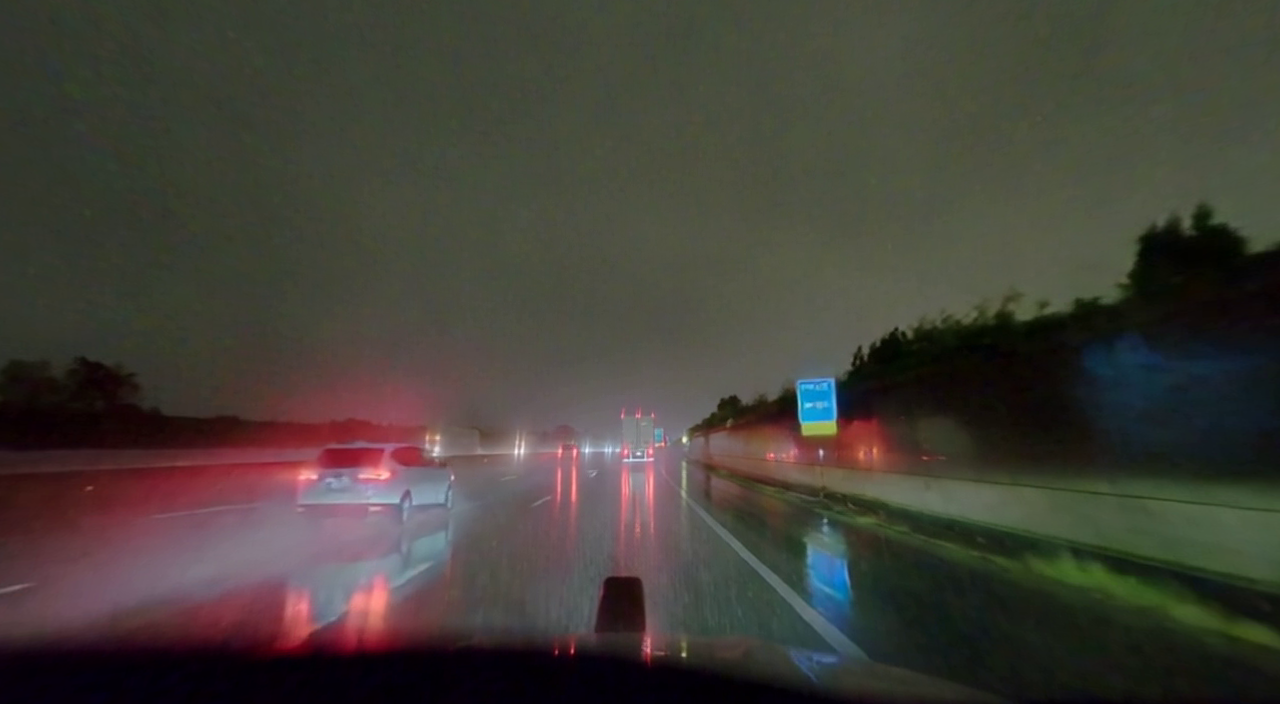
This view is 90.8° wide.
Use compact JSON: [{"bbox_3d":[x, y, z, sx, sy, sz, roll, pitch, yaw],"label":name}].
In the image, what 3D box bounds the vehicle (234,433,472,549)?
[{"bbox_3d":[-4.336,2.156,10.363,2.024,1.515,3.907,0,-9,0],"label":"vehicle"}]
